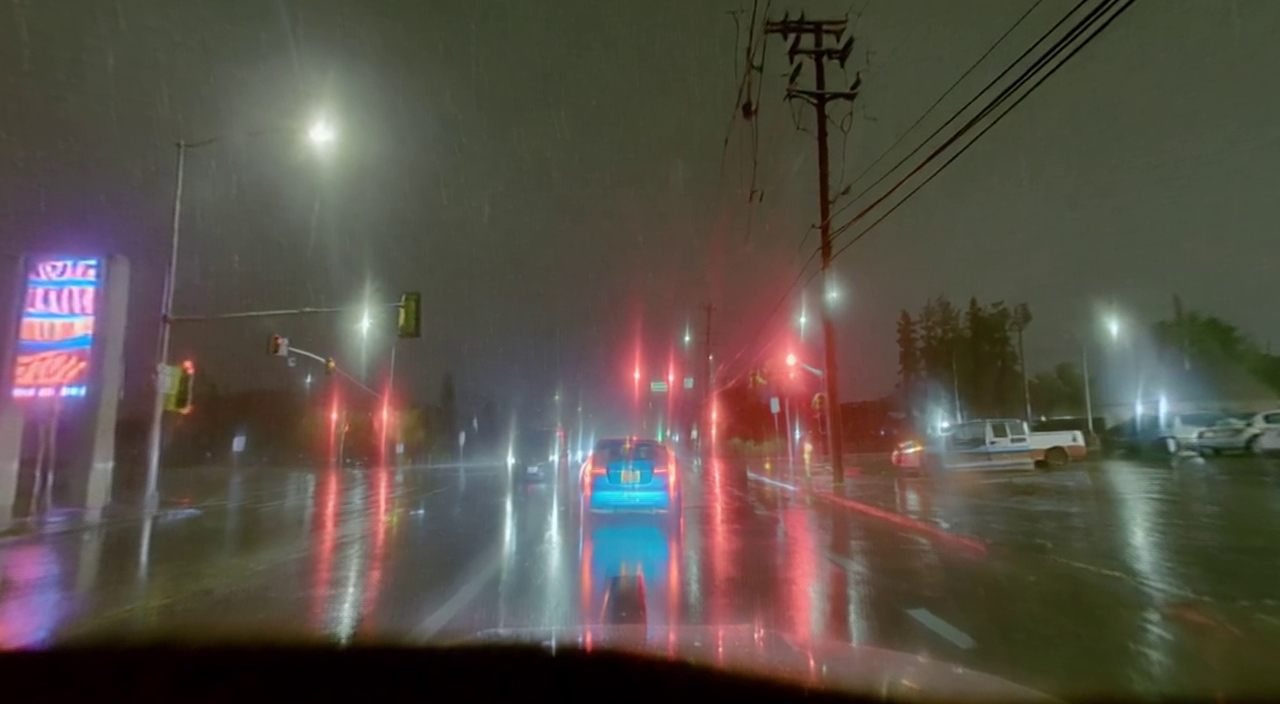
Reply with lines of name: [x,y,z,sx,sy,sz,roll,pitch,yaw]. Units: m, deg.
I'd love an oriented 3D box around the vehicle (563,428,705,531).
vehicle: [-0.154,2.180,11.398,2.070,1.481,4.216,0,-8,-2]

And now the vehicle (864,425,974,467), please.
vehicle: [10.618,3.624,24.400,1.842,1.471,4.481,1,-8,-6]

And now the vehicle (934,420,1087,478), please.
vehicle: [10.514,2.800,18.339,1.888,1.455,4.268,0,-8,1]

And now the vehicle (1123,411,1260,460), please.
vehicle: [18.688,2.851,21.346,4.446,1.511,1.977,4,-10,-29]

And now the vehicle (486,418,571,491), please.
vehicle: [-3.126,2.984,18.628,2.106,1.852,4.512,1,-8,-5]

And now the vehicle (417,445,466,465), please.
vehicle: [-15.633,8.048,49.515,2.111,1.511,4.641,6,-10,-37]
